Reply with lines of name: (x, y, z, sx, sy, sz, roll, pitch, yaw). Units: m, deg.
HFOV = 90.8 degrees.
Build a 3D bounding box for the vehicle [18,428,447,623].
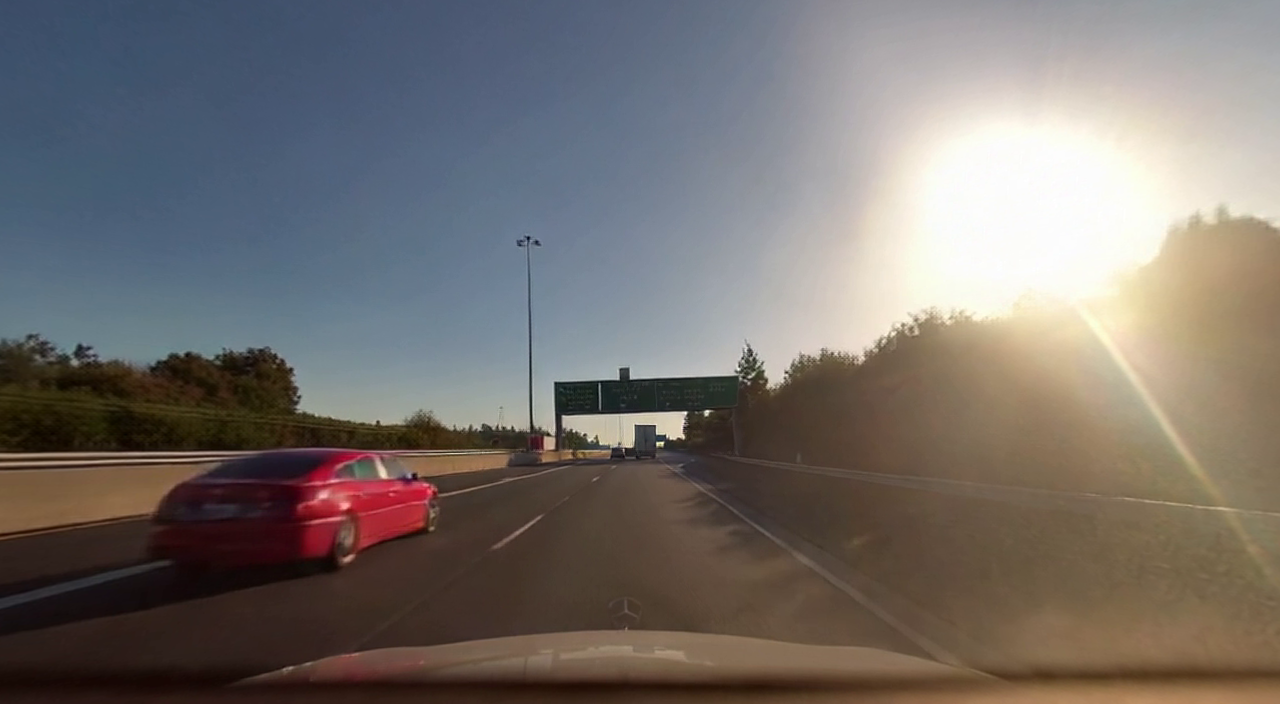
vehicle: (-3.744, 1.651, 6.919, 1.886, 1.465, 4.119, 0, -9, 1)
